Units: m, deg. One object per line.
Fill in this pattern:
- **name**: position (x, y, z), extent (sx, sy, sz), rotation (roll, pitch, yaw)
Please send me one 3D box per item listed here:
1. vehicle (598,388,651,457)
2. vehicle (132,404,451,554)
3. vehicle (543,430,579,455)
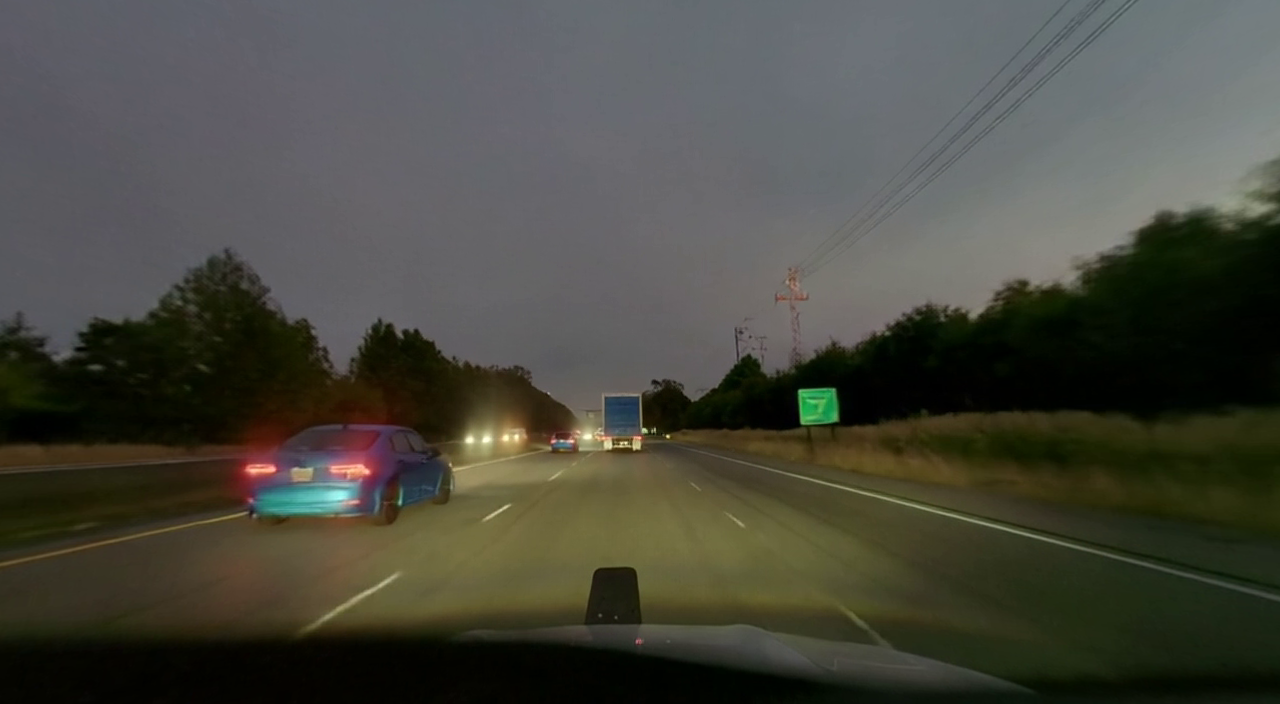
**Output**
- **vehicle**: position (-1.019, 4.572, 39.980), extent (2.955, 3.851, 9.915), rotation (0, -8, -2)
- **vehicle**: position (-4.472, 1.673, 9.150), extent (2.117, 1.618, 4.480), rotation (0, -8, -1)
- **vehicle**: position (-5.219, 6.050, 42.131), extent (1.934, 1.549, 4.194), rotation (0, -8, -2)
